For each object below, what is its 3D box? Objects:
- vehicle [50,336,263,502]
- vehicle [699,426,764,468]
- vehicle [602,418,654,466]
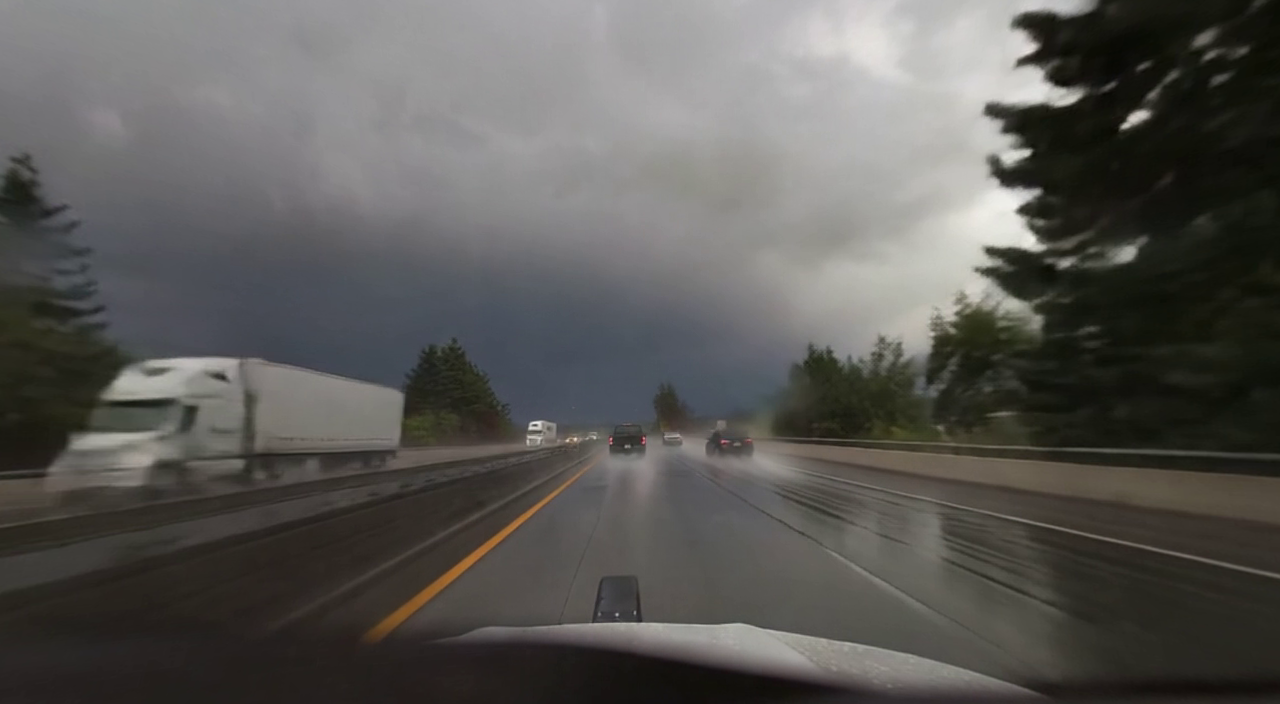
[{"bbox_3d":[-13.281,1.909,17.747,3.011,4.191,3.431,0,-8,-1],"label":"vehicle"},{"bbox_3d":[3.774,3.990,26.719,1.981,1.606,3.956,0,-8,-2],"label":"vehicle"},{"bbox_3d":[-0.574,4.216,29.679,2.270,2.044,4.633,0,-8,-2],"label":"vehicle"}]
